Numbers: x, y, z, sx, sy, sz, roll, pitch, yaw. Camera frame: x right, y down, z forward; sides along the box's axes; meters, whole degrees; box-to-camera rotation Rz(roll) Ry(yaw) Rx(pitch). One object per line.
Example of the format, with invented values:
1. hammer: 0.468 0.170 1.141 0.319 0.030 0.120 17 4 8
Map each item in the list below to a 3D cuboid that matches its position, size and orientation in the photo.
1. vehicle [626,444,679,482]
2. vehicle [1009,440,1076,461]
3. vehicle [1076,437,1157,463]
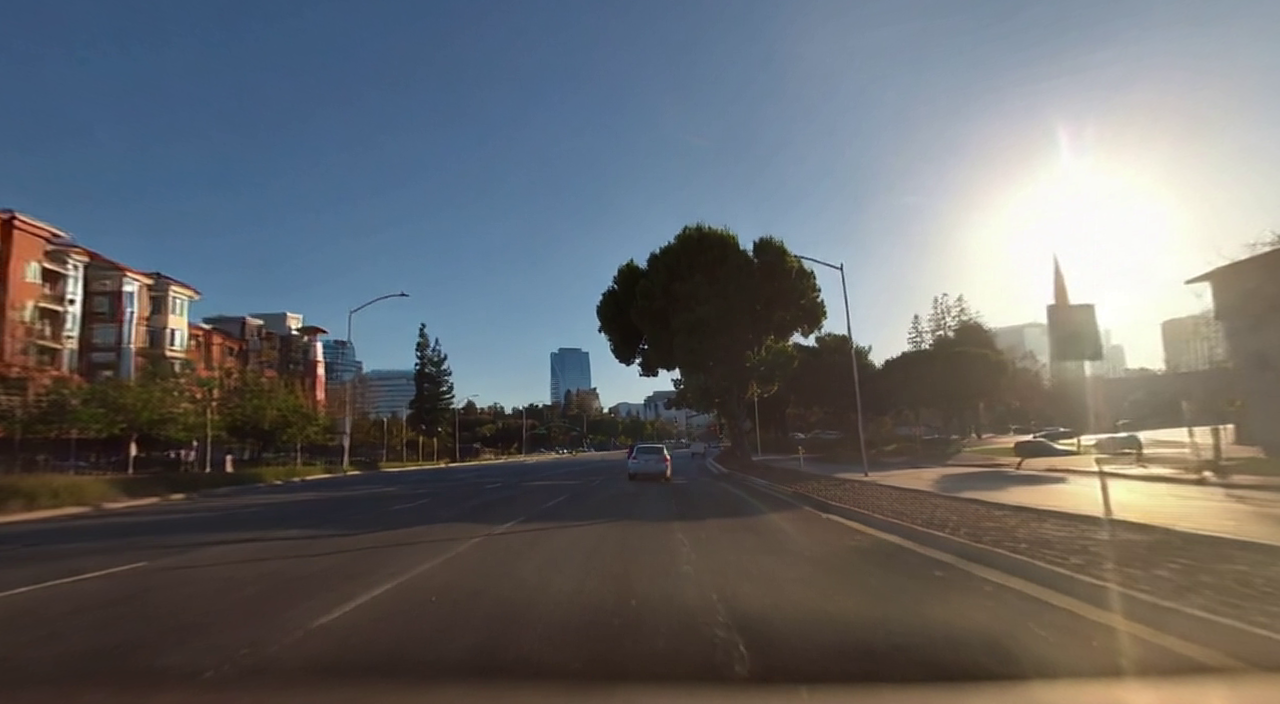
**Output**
1. vehicle: 0.578 4.808 27.567 2.133 1.481 4.276 0 -9 2
2. vehicle: 29.489 7.280 46.430 1.839 1.470 4.548 0 -9 -1
3. vehicle: 34.520 7.060 45.953 1.984 1.750 4.798 0 -8 -2
